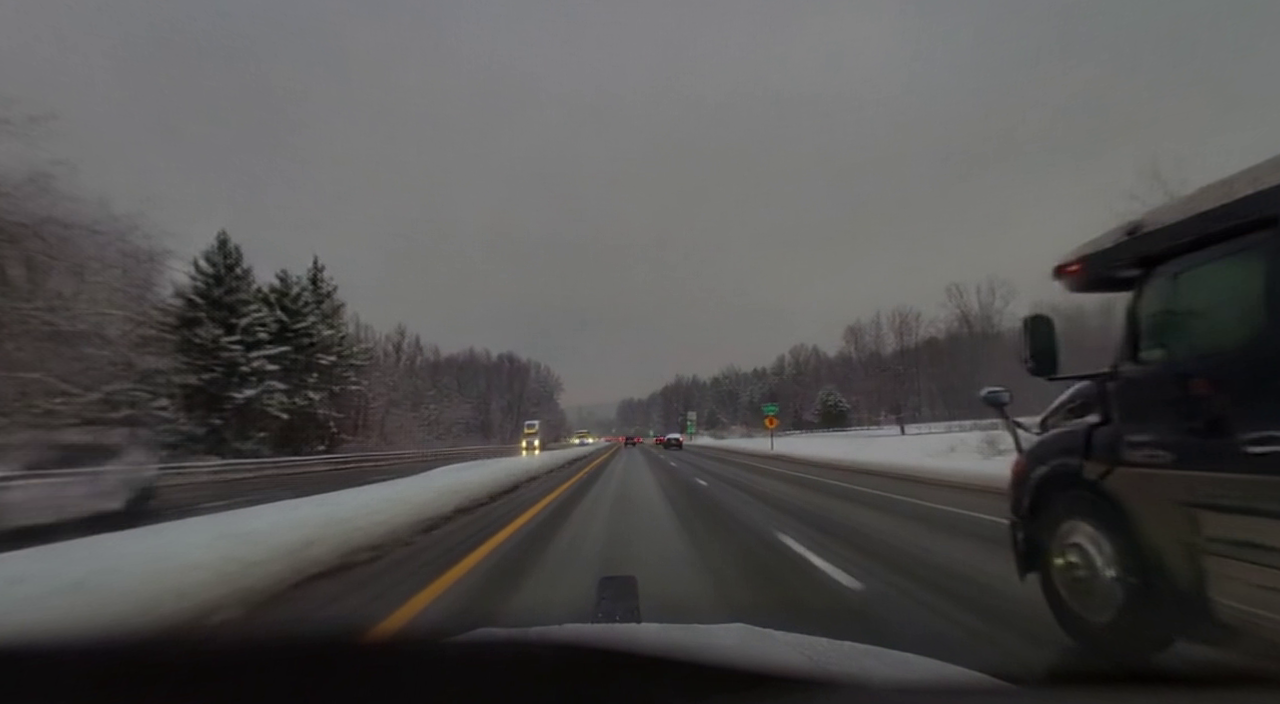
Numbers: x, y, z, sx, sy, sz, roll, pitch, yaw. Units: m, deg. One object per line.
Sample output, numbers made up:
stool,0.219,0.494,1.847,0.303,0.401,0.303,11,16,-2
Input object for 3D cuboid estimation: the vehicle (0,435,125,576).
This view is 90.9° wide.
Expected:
vehicle,-7.694,1.571,5.939,1.977,1.456,4.489,-3,-8,-1

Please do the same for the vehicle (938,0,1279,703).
vehicle,3.893,-0.174,1.559,2.999,4.013,6.296,0,-8,-1
